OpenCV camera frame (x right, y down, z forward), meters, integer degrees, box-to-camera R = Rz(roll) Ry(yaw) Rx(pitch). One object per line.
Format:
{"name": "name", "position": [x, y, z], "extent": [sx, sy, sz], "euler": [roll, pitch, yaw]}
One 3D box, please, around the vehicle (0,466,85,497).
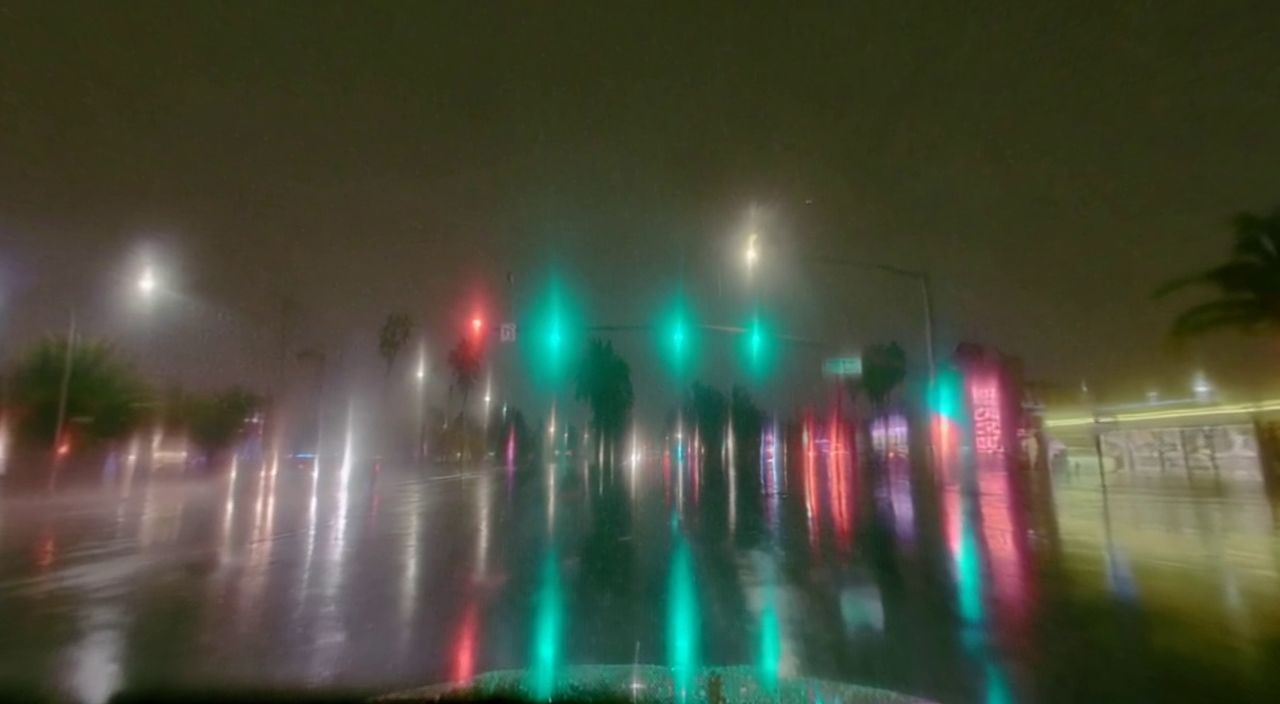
{"name": "vehicle", "position": [-35.272, 7.489, 36.796], "extent": [1.906, 1.528, 4.535], "euler": [0, -9, -2]}

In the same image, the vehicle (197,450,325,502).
{"name": "vehicle", "position": [-14.541, 4.737, 24.669], "extent": [1.976, 1.758, 4.986], "euler": [0, -9, -1]}

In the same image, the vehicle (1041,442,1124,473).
{"name": "vehicle", "position": [24.506, 5.852, 35.014], "extent": [3.381, 1.424, 2.059], "euler": [0, -12, -23]}

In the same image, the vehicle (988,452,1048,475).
{"name": "vehicle", "position": [23.517, 6.940, 39.299], "extent": [3.142, 1.270, 1.464], "euler": [2, -9, -21]}

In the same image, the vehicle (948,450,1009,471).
{"name": "vehicle", "position": [22.597, 7.225, 42.161], "extent": [3.280, 1.344, 1.518], "euler": [2, -9, -12]}

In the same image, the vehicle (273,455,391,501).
{"name": "vehicle", "position": [-11.242, 4.605, 23.487], "extent": [2.019, 1.434, 4.622], "euler": [0, -9, 0]}
